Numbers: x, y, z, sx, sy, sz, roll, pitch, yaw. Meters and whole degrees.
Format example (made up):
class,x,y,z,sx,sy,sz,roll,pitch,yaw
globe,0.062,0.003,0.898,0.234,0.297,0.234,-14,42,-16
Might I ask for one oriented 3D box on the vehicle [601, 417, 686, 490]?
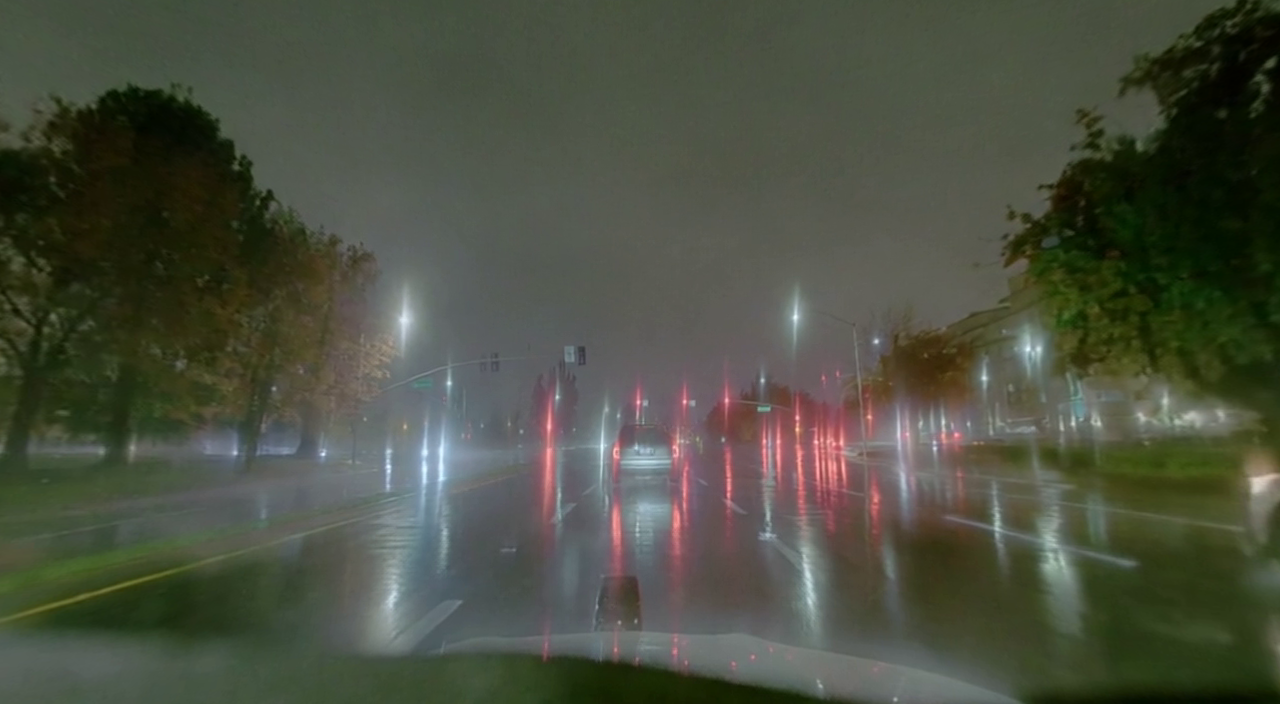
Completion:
class,x,y,z,sx,sy,sz,roll,pitch,yaw
vehicle,0.106,3.052,19.201,2.267,1.926,4.708,0,-9,0

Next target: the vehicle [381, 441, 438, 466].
class,x,y,z,sx,sy,sz,roll,pitch,yaw
vehicle,-15.830,6.933,43.299,2.209,1.627,4.582,7,-11,-39
